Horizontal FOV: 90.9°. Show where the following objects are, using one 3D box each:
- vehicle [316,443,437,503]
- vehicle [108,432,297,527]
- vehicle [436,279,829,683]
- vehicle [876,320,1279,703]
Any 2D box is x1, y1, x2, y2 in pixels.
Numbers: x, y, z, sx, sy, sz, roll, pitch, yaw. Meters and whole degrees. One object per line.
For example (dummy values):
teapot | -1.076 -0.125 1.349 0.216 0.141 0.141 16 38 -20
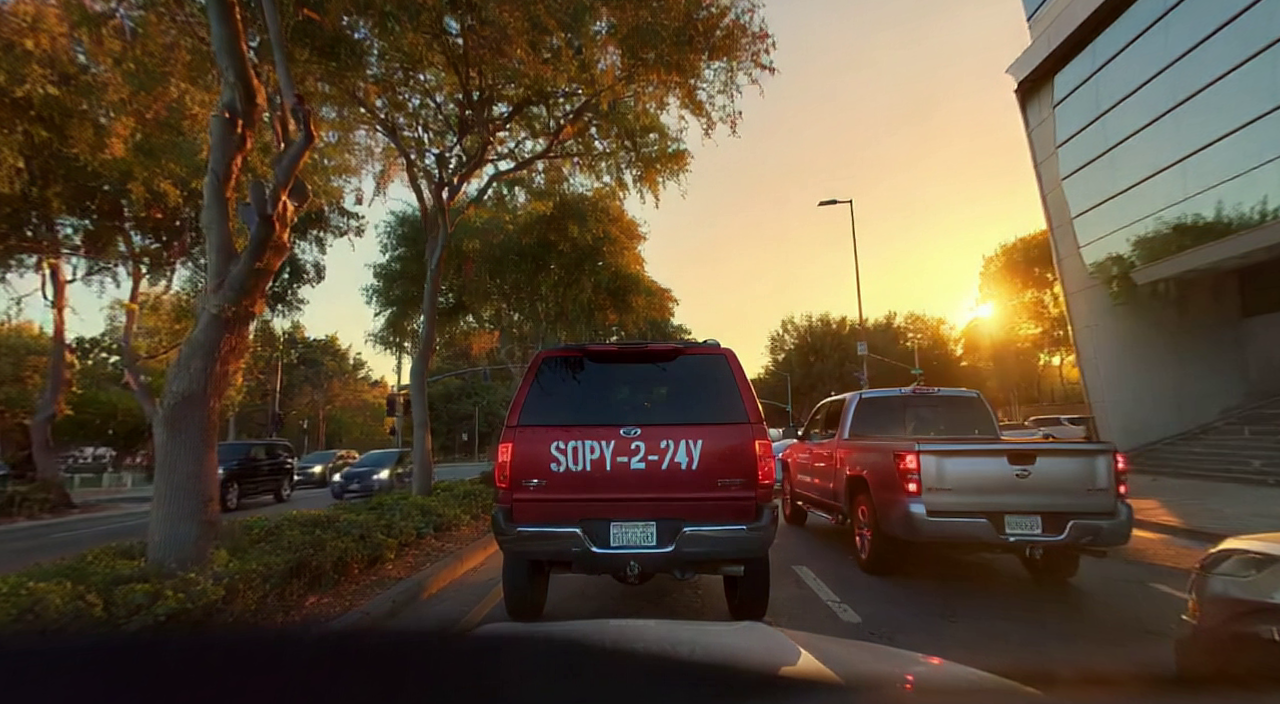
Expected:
vehicle | -9.125 4.201 22.388 2.128 1.868 4.863 0 -8 1
vehicle | -16.054 4.624 23.772 2.741 2.730 6.221 -7 -8 -1
vehicle | 0.014 1.042 5.971 2.267 2.372 4.366 0 -8 2
vehicle | 3.076 0.985 3.460 2.022 1.700 4.410 0 -8 3
